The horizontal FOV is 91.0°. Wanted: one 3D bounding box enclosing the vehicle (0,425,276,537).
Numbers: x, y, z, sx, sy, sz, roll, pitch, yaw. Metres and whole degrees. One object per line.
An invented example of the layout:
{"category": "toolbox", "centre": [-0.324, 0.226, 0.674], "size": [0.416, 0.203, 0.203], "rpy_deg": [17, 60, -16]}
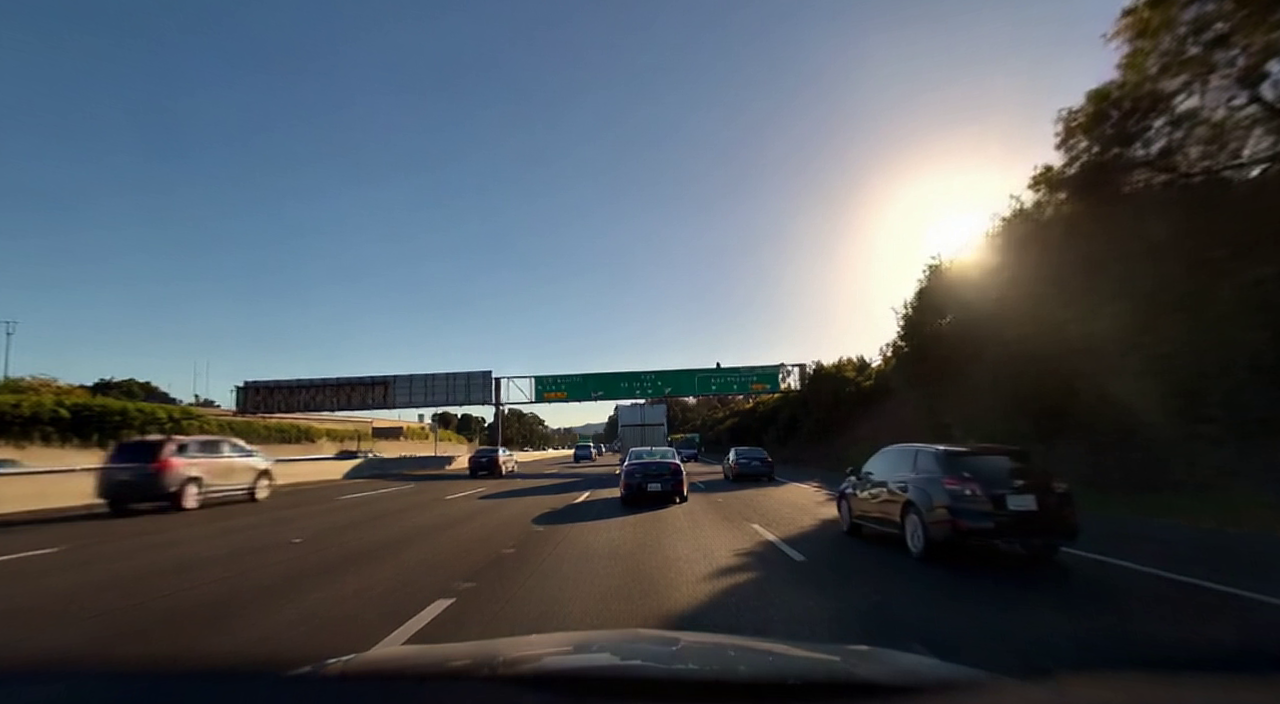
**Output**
{"category": "vehicle", "centre": [-10.017, 2.503, 12.954], "size": [1.978, 1.821, 4.975], "rpy_deg": [-1, -8, 1]}

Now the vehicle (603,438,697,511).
{"category": "vehicle", "centre": [0.217, 2.953, 15.693], "size": [2.044, 1.554, 3.824], "rpy_deg": [0, -8, 0]}

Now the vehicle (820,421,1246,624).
{"category": "vehicle", "centre": [3.584, 1.595, 6.856], "size": [2.044, 1.523, 3.947], "rpy_deg": [0, -8, 0]}

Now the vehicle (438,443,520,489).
{"category": "vehicle", "centre": [-6.012, 4.290, 24.097], "size": [2.014, 1.587, 4.265], "rpy_deg": [0, -8, 0]}

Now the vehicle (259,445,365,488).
{"category": "vehicle", "centre": [-13.955, 4.848, 27.170], "size": [2.094, 1.662, 4.486], "rpy_deg": [0, -8, 0]}

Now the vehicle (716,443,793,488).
{"category": "vehicle", "centre": [4.211, 4.236, 23.950], "size": [2.002, 1.499, 4.710], "rpy_deg": [0, -8, -1]}
